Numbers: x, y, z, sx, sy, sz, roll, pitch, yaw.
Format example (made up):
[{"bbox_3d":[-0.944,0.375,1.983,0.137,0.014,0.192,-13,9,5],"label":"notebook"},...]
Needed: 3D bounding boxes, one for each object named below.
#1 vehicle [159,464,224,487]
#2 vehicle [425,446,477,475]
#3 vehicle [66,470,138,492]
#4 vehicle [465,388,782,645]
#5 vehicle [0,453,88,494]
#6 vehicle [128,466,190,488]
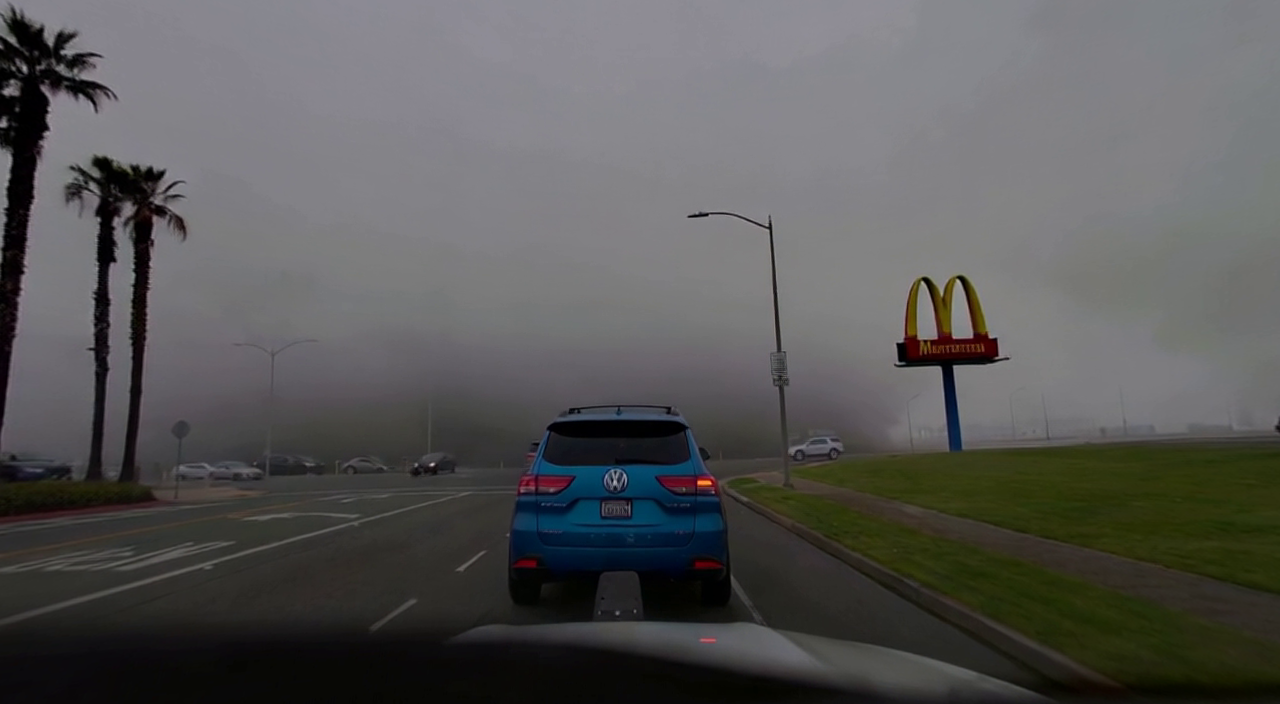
[{"bbox_3d":[-33.302,9.161,47.027,1.792,1.439,3.952,-1,-9,3],"label":"vehicle"},{"bbox_3d":[-12.312,7.075,41.463,1.965,1.718,4.466,0,-9,2],"label":"vehicle"},{"bbox_3d":[-39.940,9.564,47.012,1.602,1.400,4.220,0,-9,0],"label":"vehicle"},{"bbox_3d":[-0.140,1.407,6.330,2.137,1.728,3.926,0,-9,-1],"label":"vehicle"},{"bbox_3d":[-28.072,5.383,28.232,4.584,1.714,2.186,4,-10,-27],"label":"vehicle"},{"bbox_3d":[-35.633,9.255,46.888,1.641,1.375,3.640,0,-9,1],"label":"vehicle"}]
